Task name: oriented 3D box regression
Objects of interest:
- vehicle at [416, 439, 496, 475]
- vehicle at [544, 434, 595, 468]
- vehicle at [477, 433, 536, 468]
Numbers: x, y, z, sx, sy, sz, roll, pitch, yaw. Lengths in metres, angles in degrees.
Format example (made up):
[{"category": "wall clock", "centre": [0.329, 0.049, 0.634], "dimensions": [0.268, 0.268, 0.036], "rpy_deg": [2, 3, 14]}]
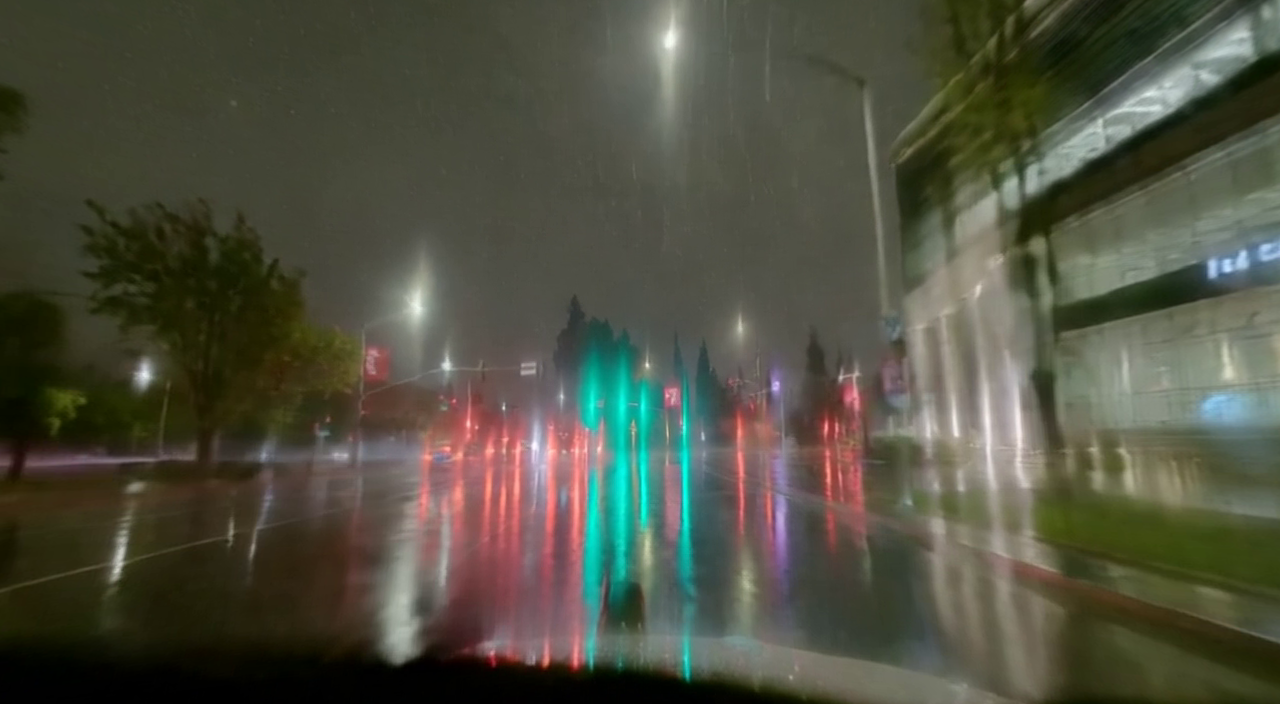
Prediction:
[{"category": "vehicle", "centre": [-7.938, 4.571, 27.548], "dimensions": [2.030, 1.440, 4.464], "rpy_deg": [0, -8, 2]}, {"category": "vehicle", "centre": [-3.628, 5.176, 32.934], "dimensions": [2.043, 1.636, 4.320], "rpy_deg": [0, -8, 2]}, {"category": "vehicle", "centre": [-7.470, 5.582, 35.762], "dimensions": [2.152, 1.813, 4.751], "rpy_deg": [0, -8, 2]}]
